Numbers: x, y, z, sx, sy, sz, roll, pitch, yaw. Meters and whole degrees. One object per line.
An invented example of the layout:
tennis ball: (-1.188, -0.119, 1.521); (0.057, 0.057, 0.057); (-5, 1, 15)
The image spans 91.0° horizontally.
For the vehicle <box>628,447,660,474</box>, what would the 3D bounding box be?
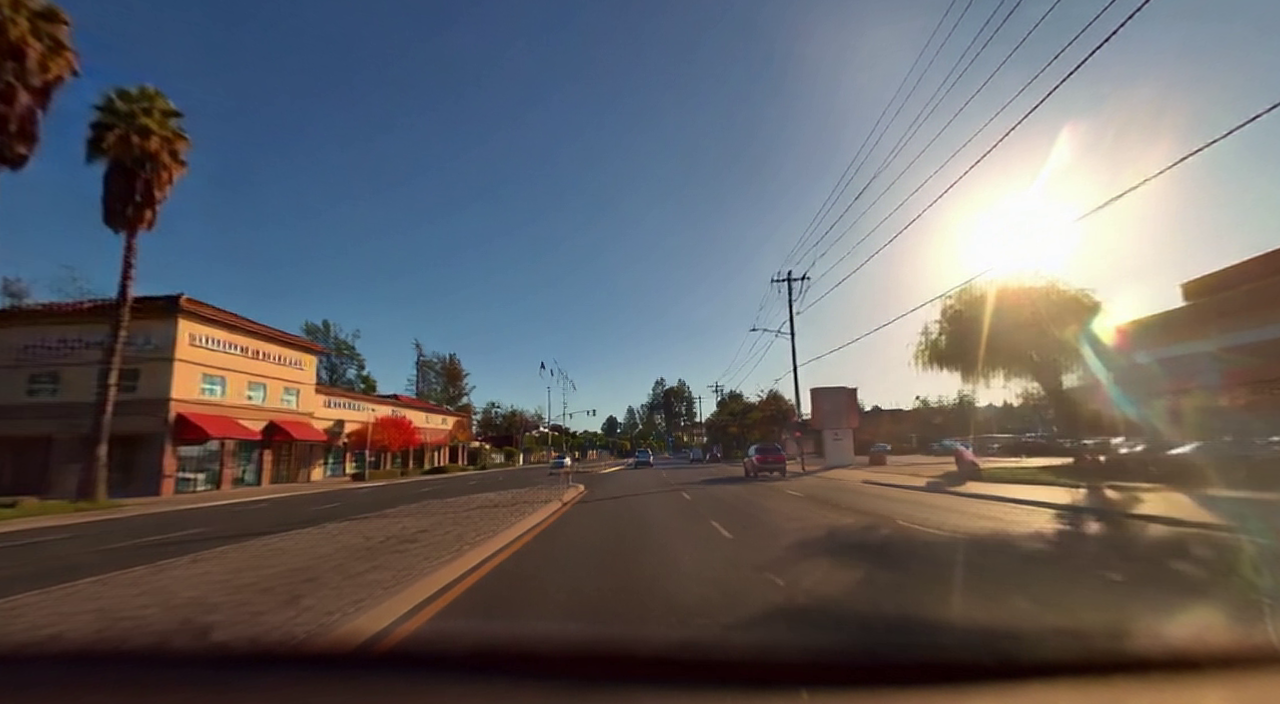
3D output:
vehicle: (0.289, 7.449, 43.469); (2.138, 1.702, 4.168); (0, -9, 1)

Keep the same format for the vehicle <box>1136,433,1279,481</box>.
vehicle: (19.979, 3.511, 21.176); (4.728, 1.520, 2.107); (-1, -9, 1)

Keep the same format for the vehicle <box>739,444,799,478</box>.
vehicle: (6.825, 5.810, 33.811); (2.252, 1.718, 4.617); (0, -9, 0)

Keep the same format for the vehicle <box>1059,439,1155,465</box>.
vehicle: (28.323, 6.070, 38.282); (4.191, 1.492, 1.950); (-1, -9, 0)
